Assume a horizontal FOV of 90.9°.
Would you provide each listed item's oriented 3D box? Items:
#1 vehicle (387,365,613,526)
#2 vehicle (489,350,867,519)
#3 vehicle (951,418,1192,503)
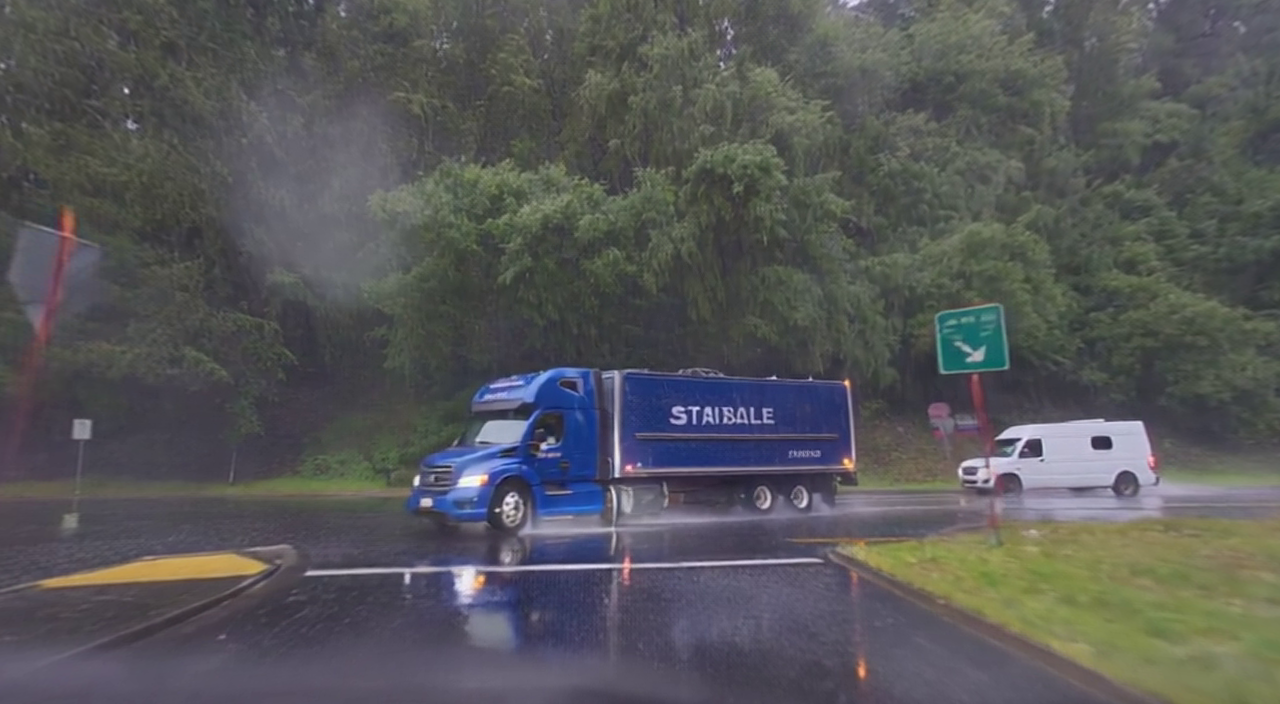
[{"bbox_3d":[-3.300,2.188,14.798,4.552,3.175,2.847,4,-10,-25],"label":"vehicle"},{"bbox_3d":[1.221,2.251,16.860,9.765,3.622,2.740,4,-10,-24],"label":"vehicle"},{"bbox_3d":[13.310,3.363,19.731,5.923,2.424,2.247,0,-9,-4],"label":"vehicle"}]
